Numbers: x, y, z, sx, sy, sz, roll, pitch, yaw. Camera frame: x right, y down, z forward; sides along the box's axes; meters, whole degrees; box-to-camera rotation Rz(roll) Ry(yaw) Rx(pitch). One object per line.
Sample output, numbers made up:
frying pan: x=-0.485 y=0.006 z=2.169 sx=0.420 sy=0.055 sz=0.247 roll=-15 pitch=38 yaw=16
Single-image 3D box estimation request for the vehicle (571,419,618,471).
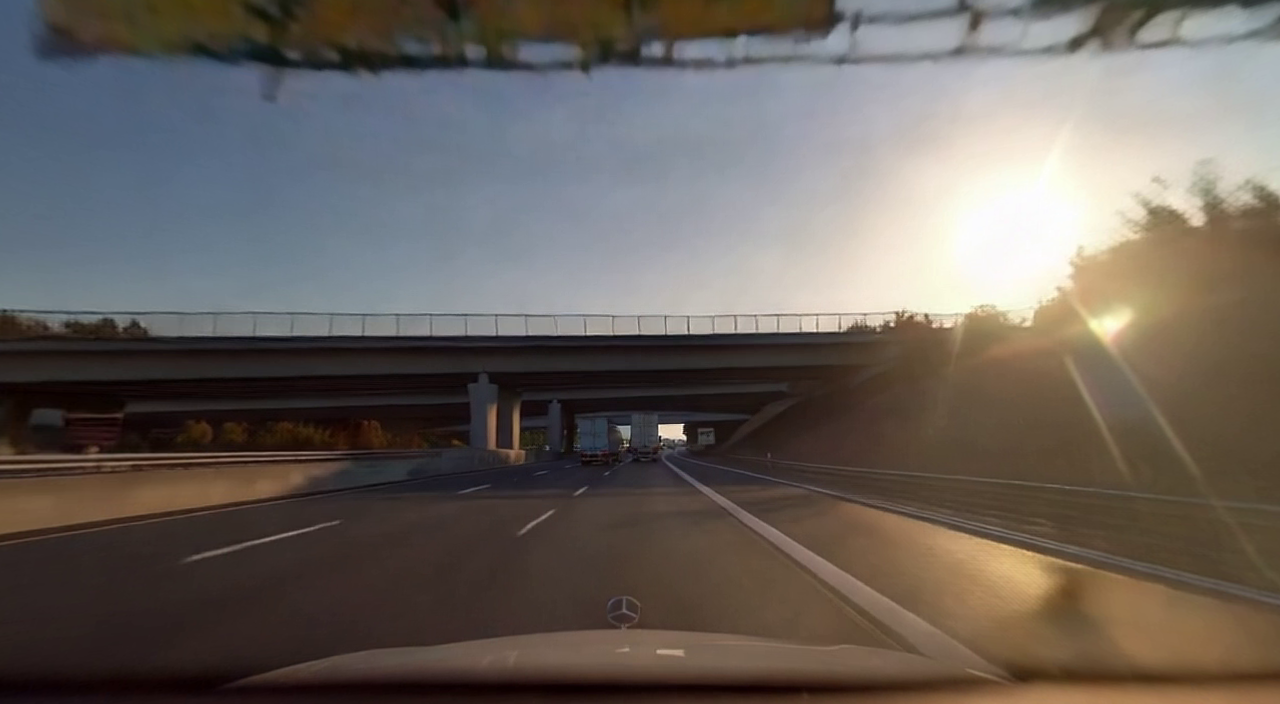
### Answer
vehicle: x=-3.018 y=6.482 z=43.871 sx=2.696 sy=3.266 sz=7.062 roll=0 pitch=-9 yaw=0
